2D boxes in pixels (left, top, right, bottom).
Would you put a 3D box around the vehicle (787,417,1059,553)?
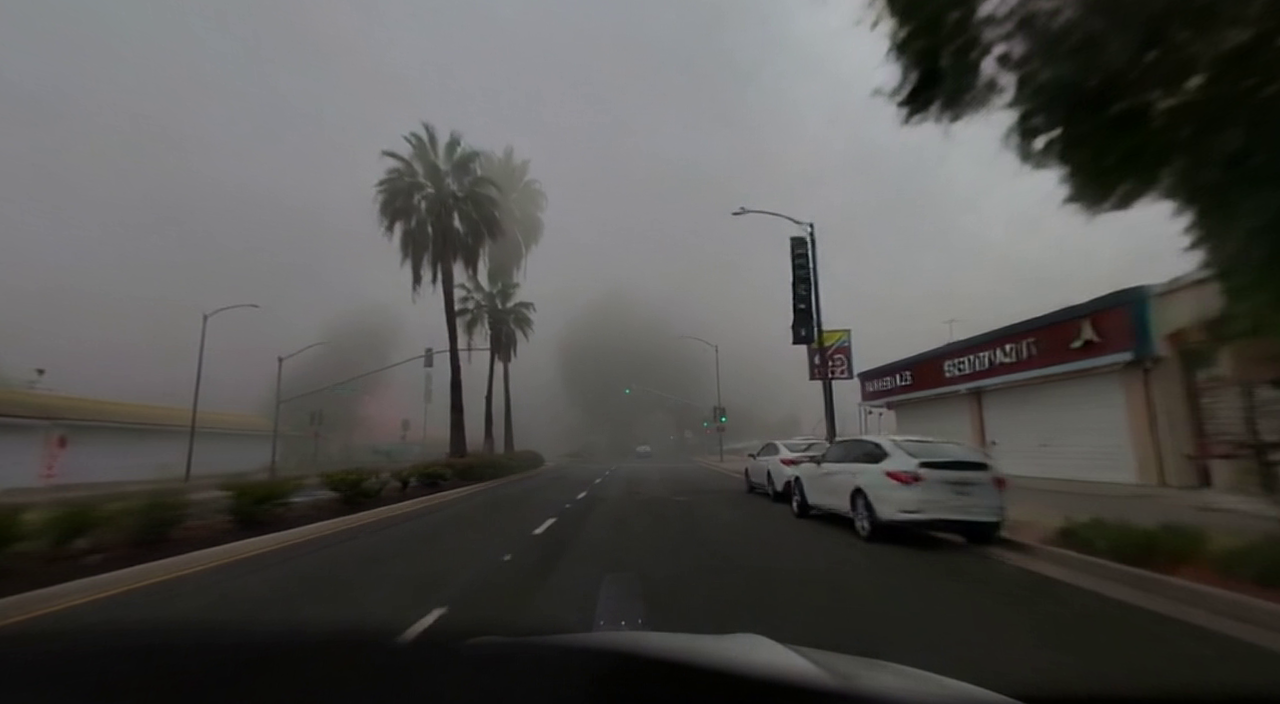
[{"bbox_3d":[4.077,2.012,10.179,2.089,1.652,4.668,1,-9,-2],"label":"vehicle"}]
